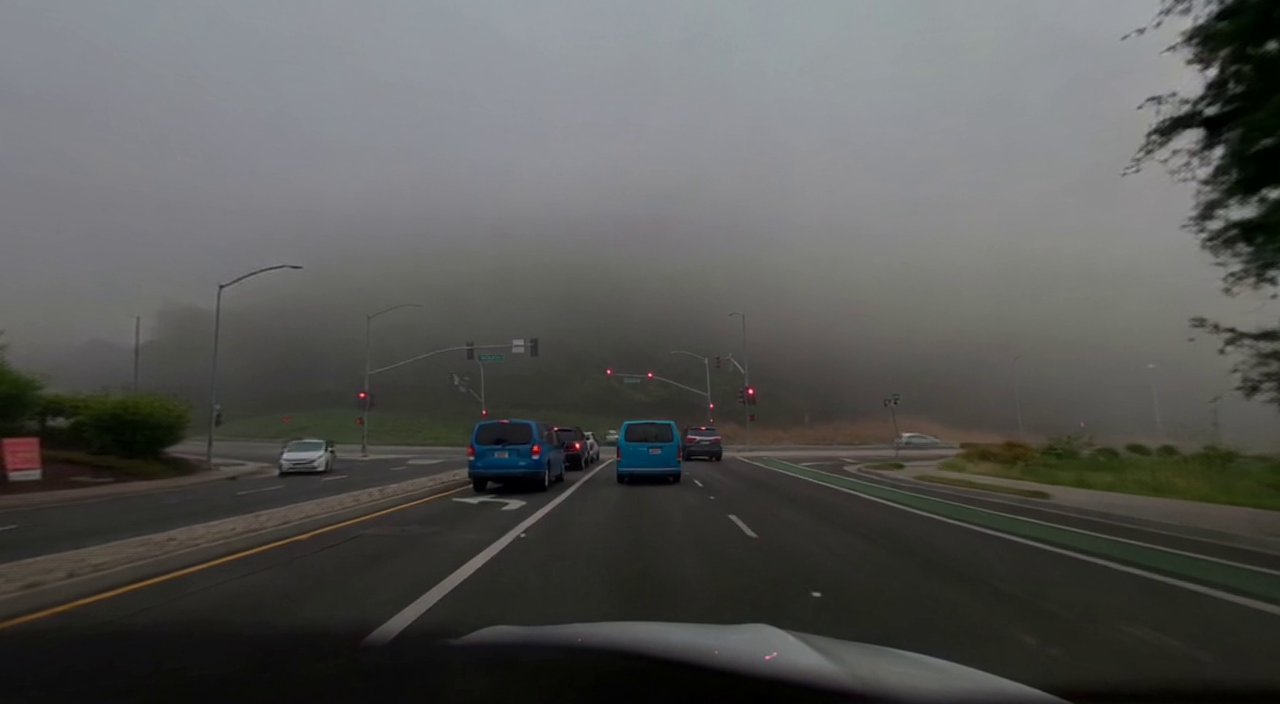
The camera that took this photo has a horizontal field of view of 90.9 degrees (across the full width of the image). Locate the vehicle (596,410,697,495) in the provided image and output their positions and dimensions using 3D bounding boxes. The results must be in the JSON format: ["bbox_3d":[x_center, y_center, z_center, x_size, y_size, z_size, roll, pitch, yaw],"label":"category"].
[{"bbox_3d":[0.191,2.514,15.966,2.185,1.822,4.391,0,-8,2],"label":"vehicle"}]

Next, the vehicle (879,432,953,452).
[{"bbox_3d":[21.605,7.064,49.451,4.914,1.470,1.803,0,-8,2],"label":"vehicle"}]

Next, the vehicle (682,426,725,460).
[{"bbox_3d":[3.247,4.736,32.818,1.817,1.662,3.843,0,-8,-1],"label":"vehicle"}]

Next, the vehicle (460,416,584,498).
[{"bbox_3d":[-2.783,2.640,16.116,2.131,1.783,4.540,0,-8,2],"label":"vehicle"}]

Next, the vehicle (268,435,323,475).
[{"bbox_3d":[-16.475,4.884,30.168,2.053,1.754,4.717,4,-9,-28],"label":"vehicle"}]
